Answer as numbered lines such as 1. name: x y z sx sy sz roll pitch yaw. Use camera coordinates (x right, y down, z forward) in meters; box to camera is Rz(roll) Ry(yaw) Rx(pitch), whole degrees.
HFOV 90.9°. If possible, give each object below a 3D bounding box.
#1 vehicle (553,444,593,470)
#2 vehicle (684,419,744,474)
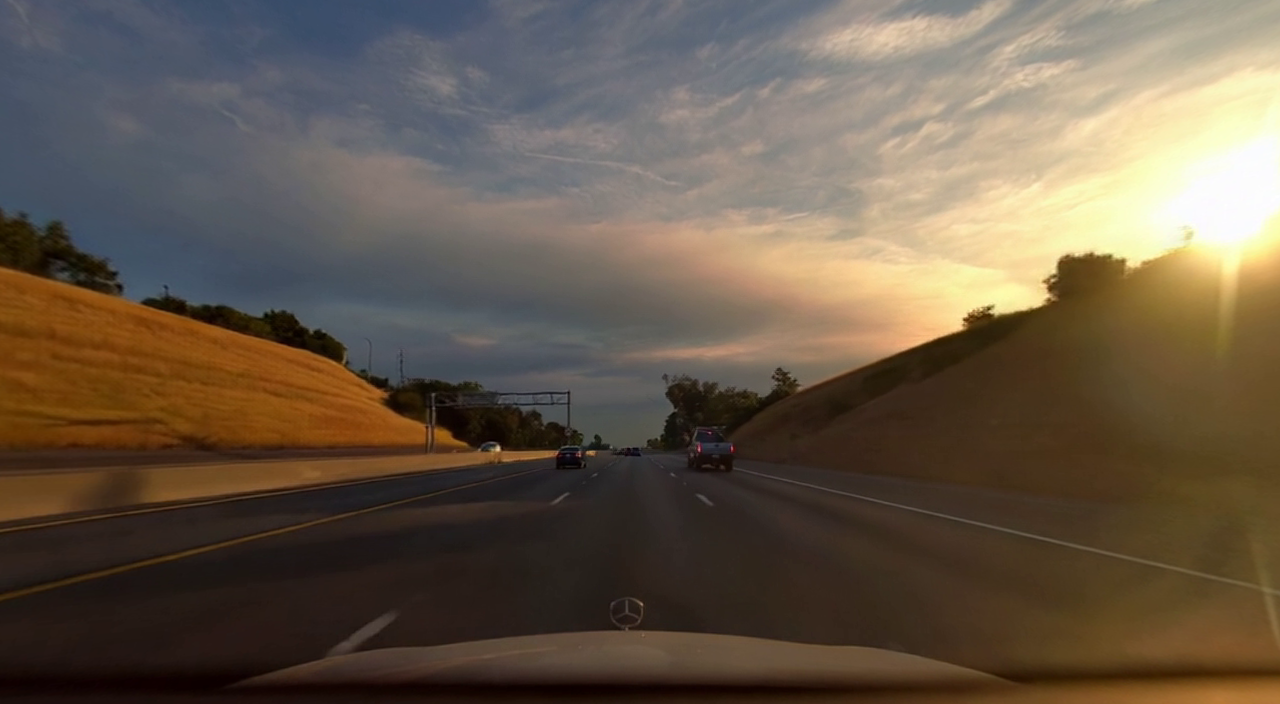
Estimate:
1. vehicle: -4.211 6.667 40.251 2.054 1.529 4.368 0 -9 0
2. vehicle: 3.765 5.013 33.287 2.361 2.636 5.684 0 -9 -2
